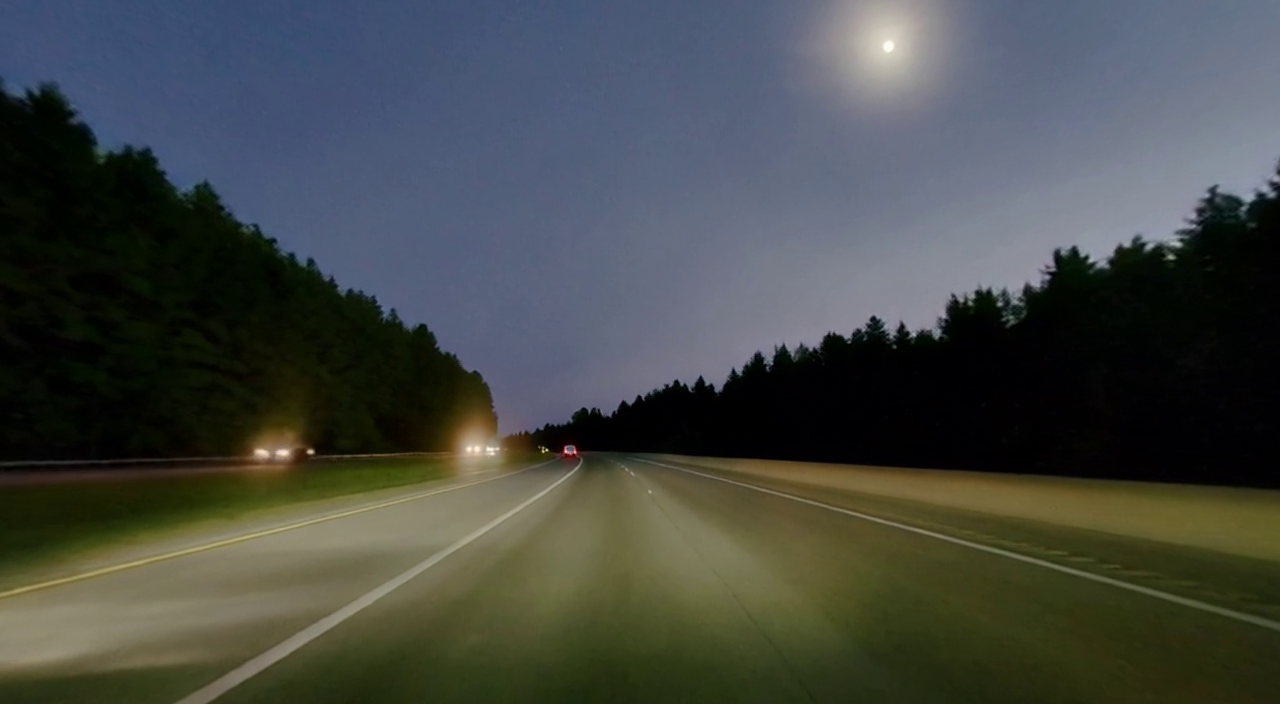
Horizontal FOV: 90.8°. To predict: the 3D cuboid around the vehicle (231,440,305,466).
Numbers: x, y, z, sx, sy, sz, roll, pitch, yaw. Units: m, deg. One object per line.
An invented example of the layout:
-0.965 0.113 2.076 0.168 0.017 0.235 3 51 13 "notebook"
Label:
-22.179 6.056 37.864 1.814 1.439 4.704 0 -9 -3 "vehicle"
